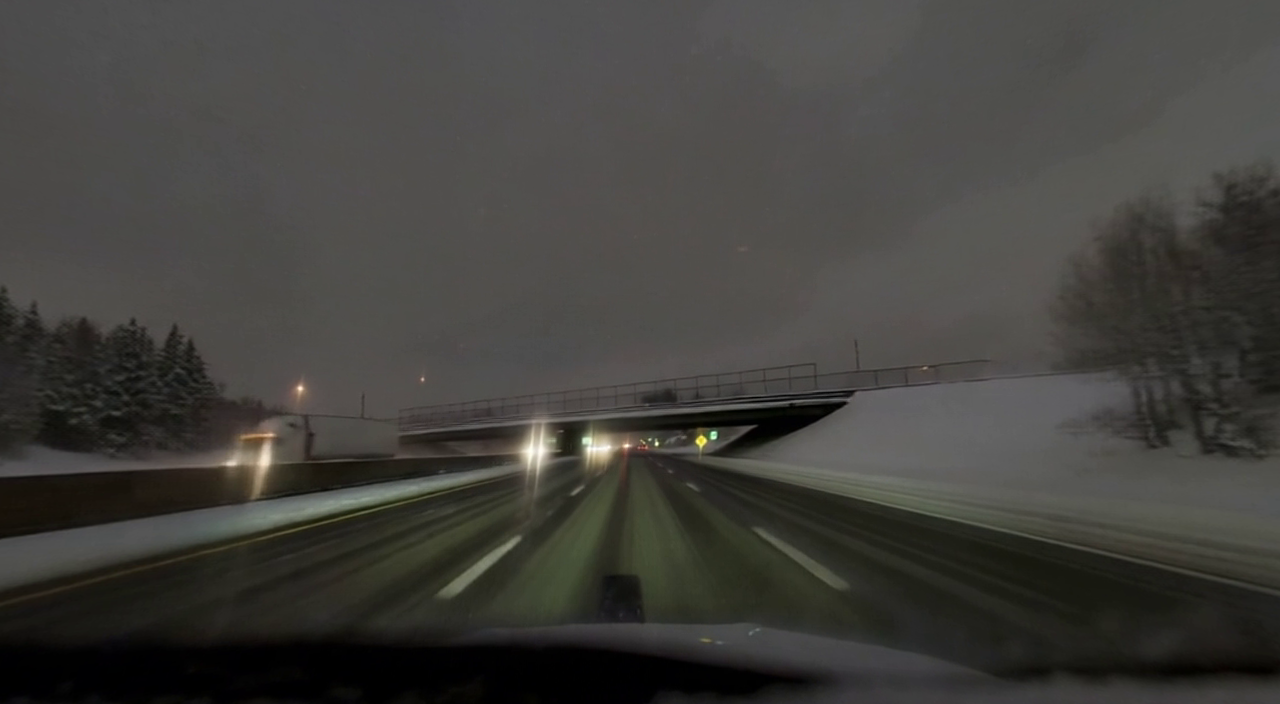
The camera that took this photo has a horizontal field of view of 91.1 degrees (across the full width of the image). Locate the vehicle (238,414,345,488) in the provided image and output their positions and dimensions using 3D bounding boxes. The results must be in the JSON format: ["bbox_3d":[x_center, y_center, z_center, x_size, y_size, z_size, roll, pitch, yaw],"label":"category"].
[{"bbox_3d":[-20.717,5.909,37.806,2.916,4.032,5.977,0,-9,-1],"label":"vehicle"}]
